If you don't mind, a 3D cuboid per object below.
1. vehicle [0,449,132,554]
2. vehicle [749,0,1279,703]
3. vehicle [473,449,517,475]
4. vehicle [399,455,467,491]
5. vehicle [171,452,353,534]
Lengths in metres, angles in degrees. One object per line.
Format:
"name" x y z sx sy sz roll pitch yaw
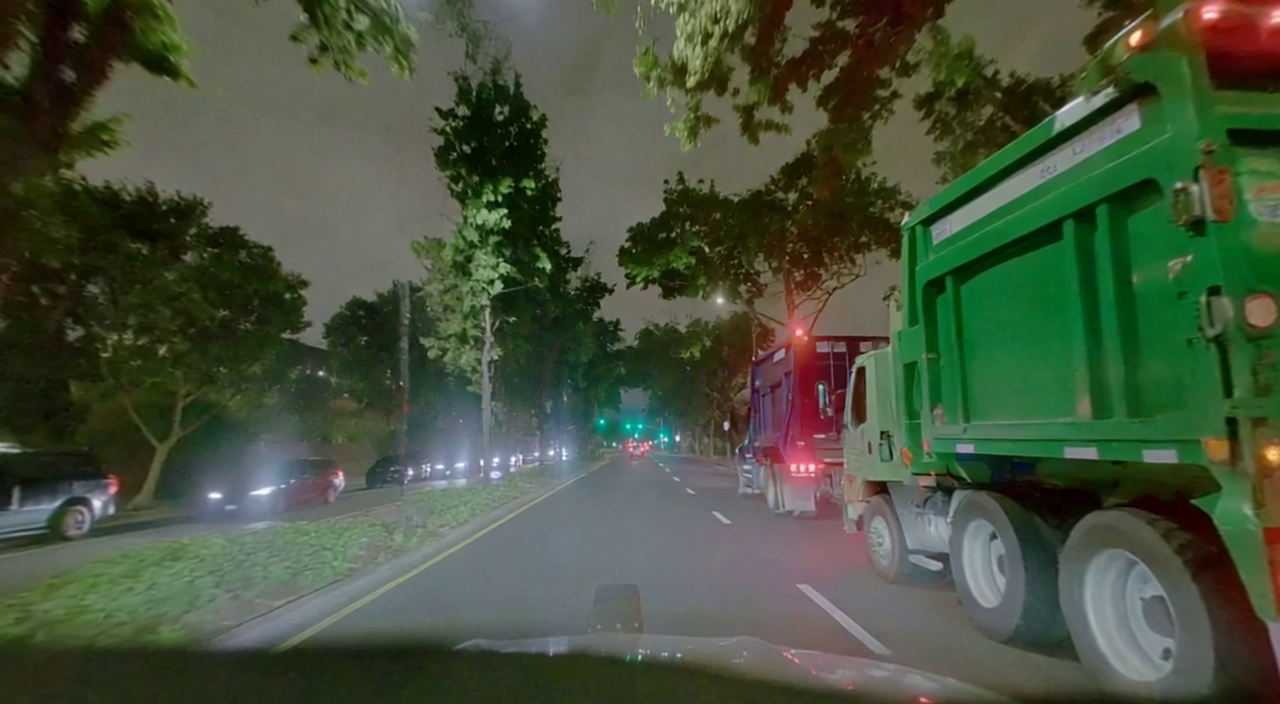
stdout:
"vehicle" -13.376 2.979 12.481 2.281 1.982 5.537 -3 -8 -2
"vehicle" 3.604 0.630 6.901 2.731 3.407 10.262 0 -9 -1
"vehicle" -10.339 7.864 45.406 2.089 1.754 4.573 0 -9 -1
"vehicle" -9.825 5.749 30.317 1.953 1.539 4.326 0 -9 -2
"vehicle" -9.361 3.463 16.204 1.959 1.749 4.488 0 -9 -2
